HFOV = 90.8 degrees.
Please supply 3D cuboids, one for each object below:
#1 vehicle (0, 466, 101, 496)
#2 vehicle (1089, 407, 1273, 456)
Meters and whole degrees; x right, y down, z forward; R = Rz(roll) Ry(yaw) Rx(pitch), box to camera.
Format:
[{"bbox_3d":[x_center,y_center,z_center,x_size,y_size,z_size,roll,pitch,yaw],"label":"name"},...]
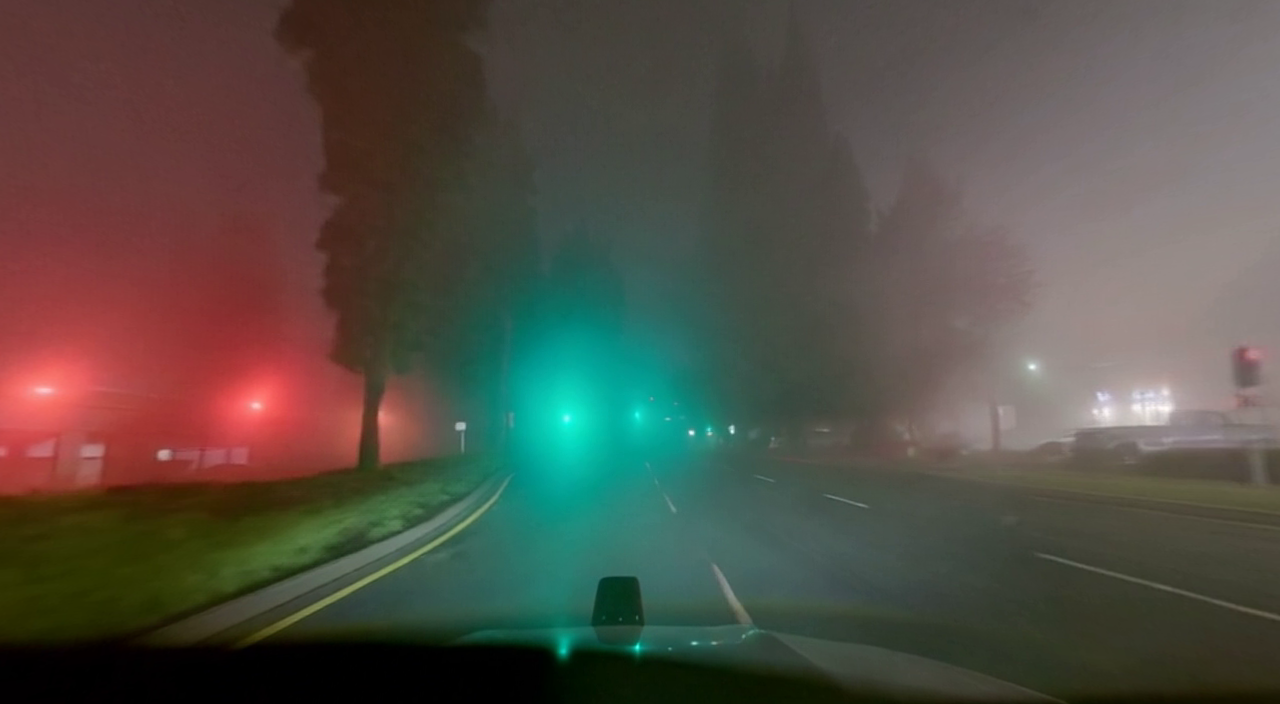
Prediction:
[{"bbox_3d":[-31.014,6.708,33.022,3.801,1.426,1.973,0,-8,-2],"label":"vehicle"},{"bbox_3d":[18.980,2.822,22.335,4.688,1.658,1.950,0,-8,-1],"label":"vehicle"}]
